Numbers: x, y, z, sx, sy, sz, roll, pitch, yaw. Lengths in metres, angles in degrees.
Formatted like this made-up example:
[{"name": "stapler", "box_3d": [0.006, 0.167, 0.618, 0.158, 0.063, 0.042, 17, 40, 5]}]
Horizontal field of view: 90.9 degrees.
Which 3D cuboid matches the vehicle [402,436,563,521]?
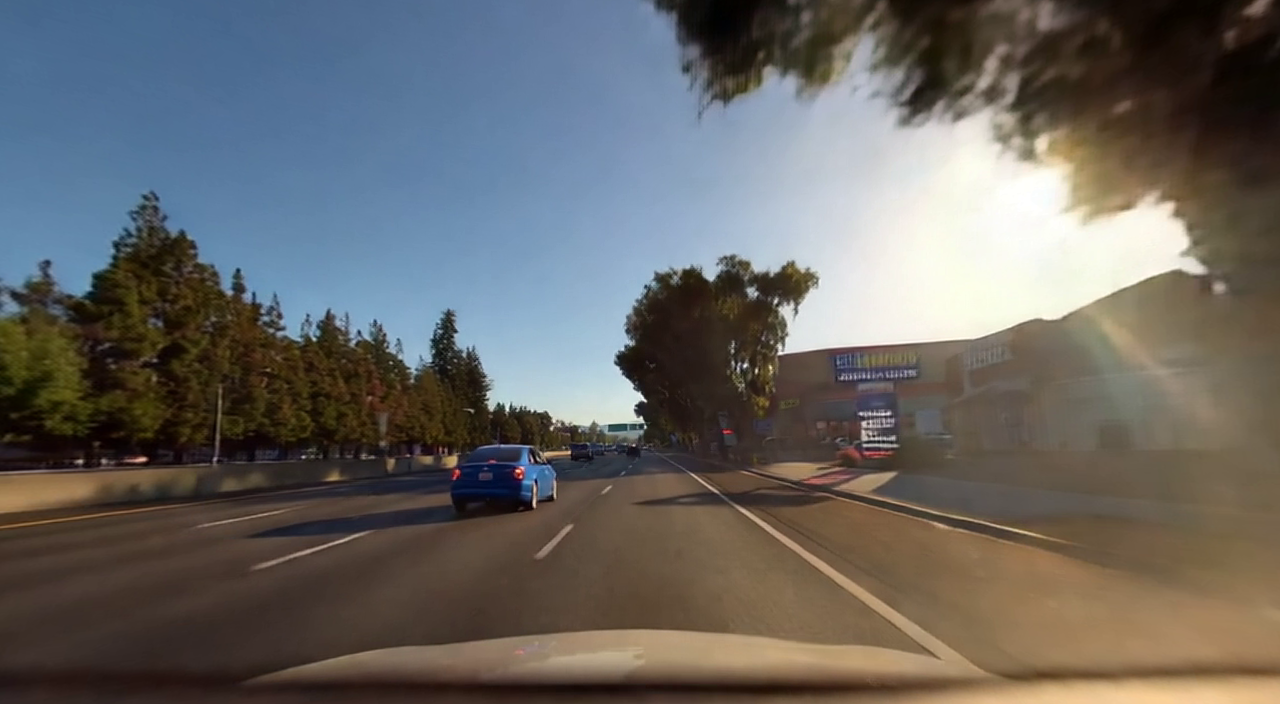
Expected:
[{"name": "vehicle", "box_3d": [-3.043, 2.551, 13.295, 2.152, 1.479, 4.394, 0, -9, 2]}]
